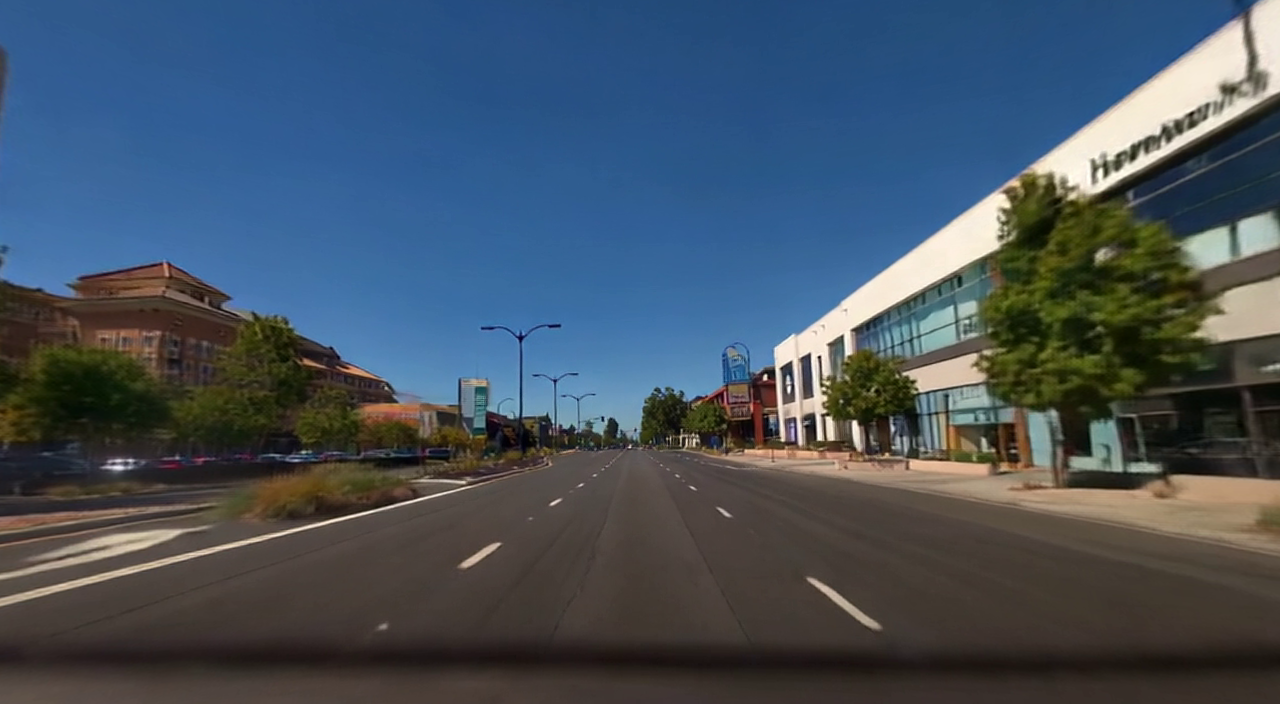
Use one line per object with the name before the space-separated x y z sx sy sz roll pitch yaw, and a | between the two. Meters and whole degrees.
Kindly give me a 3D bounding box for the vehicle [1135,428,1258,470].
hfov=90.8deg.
vehicle | 29.782 5.158 33.794 6.327 1.962 2.210 2 -9 -23
